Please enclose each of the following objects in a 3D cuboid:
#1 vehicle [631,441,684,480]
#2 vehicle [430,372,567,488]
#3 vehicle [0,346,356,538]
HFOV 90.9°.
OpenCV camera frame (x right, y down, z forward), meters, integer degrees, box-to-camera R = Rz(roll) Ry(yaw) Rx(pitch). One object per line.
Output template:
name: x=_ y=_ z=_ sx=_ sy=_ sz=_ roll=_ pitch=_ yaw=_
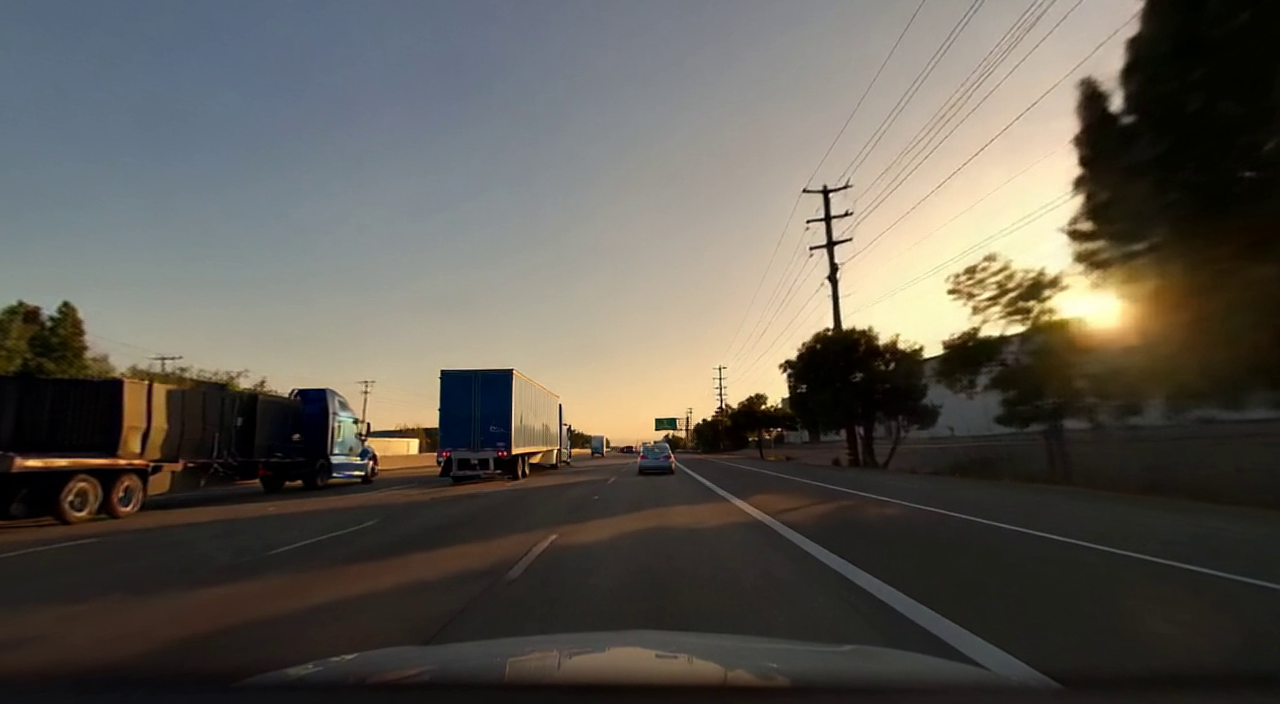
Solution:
vehicle: x=0.695 y=4.575 z=26.872 sx=2.055 sy=1.514 sz=4.323 roll=0 pitch=-8 yaw=0
vehicle: x=-5.903 y=3.882 z=30.124 sx=2.907 sy=4.081 sz=15.311 roll=0 pitch=-8 yaw=0
vehicle: x=-10.530 y=2.154 z=15.115 sx=2.896 sy=3.140 sz=9.491 roll=0 pitch=-8 yaw=1
